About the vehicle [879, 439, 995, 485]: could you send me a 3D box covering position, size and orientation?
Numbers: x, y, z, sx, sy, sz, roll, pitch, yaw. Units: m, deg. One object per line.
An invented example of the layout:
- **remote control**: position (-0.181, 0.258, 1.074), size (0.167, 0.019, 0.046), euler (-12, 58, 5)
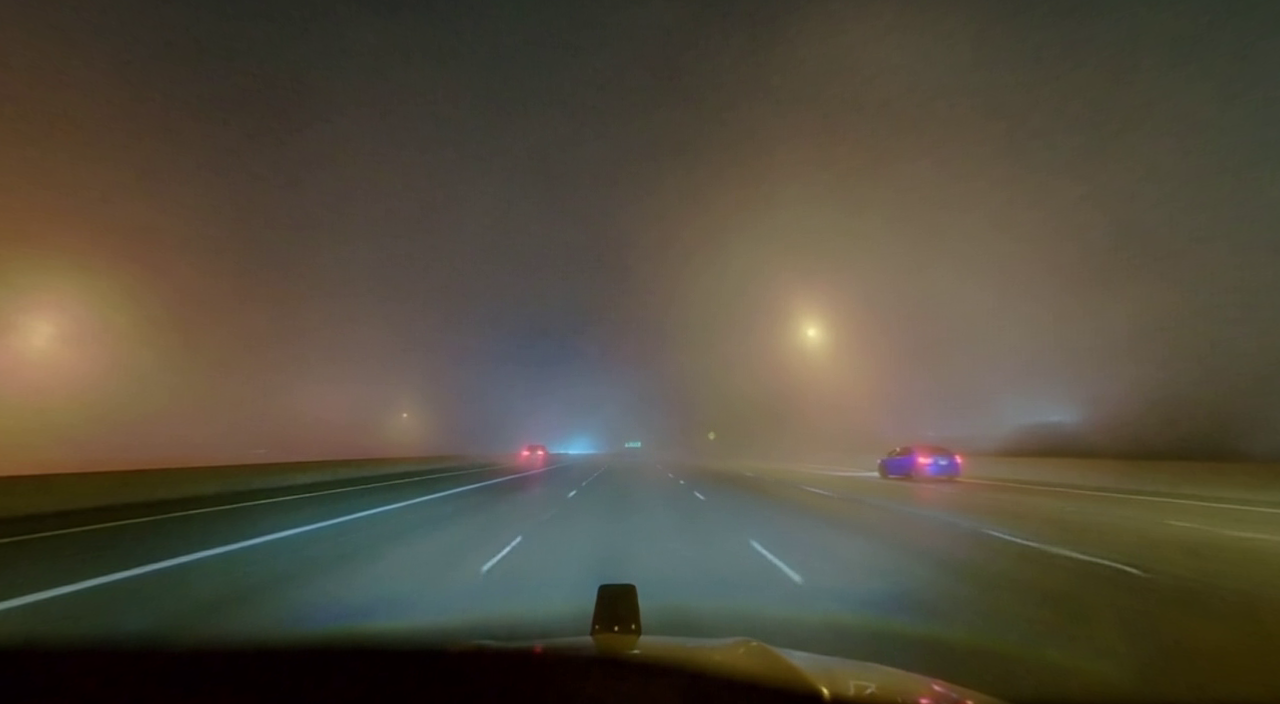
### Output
- **vehicle**: position (10.653, 3.973, 23.102), size (1.985, 1.493, 4.486), euler (0, -9, -1)
